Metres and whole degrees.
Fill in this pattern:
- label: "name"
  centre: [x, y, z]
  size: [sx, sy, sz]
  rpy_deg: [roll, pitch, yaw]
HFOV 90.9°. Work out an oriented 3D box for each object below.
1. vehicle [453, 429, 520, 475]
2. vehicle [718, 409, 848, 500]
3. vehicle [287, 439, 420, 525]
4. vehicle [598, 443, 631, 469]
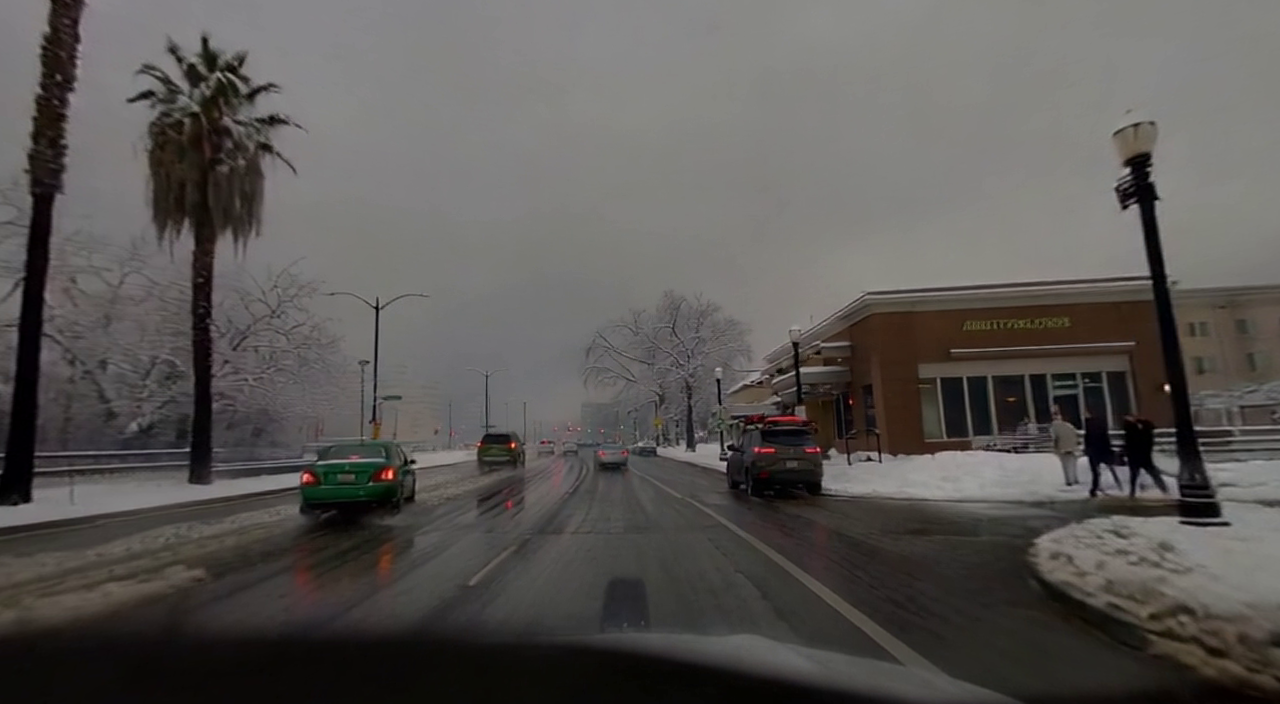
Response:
- label: "vehicle"
  centre: [-7.342, 4.852, 30.762]
  size: [2.164, 2.047, 5.455]
  rpy_deg: [0, -9, -3]
- label: "vehicle"
  centre: [3.751, 2.835, 17.705]
  size: [2.126, 2.167, 5.098]
  rpy_deg: [0, -9, -4]
- label: "vehicle"
  centre: [-5.905, 2.659, 13.573]
  size: [1.930, 1.477, 4.657]
  rpy_deg: [2, -9, -17]
- label: "vehicle"
  centre: [-1.662, 6.522, 39.696]
  size: [1.972, 1.473, 4.000]
  rpy_deg: [0, -9, -4]
